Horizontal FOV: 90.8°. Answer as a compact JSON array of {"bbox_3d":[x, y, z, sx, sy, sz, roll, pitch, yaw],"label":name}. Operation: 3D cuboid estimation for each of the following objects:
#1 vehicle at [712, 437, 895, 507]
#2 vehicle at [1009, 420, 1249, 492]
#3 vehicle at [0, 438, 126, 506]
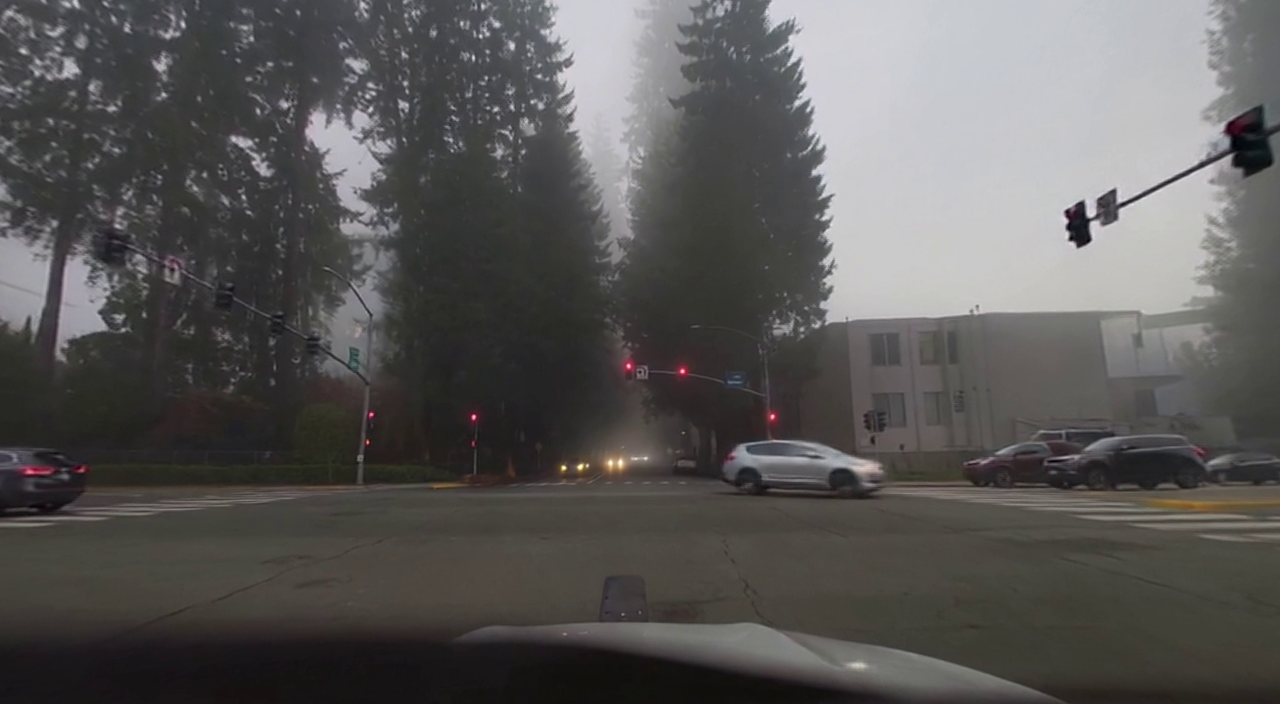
[{"bbox_3d":[4.628,3.412,18.508,2.162,1.740,4.728,8,-11,-42],"label":"vehicle"},{"bbox_3d":[17.025,3.664,22.358,6.109,2.348,2.683,0,-8,2],"label":"vehicle"},{"bbox_3d":[-18.195,3.405,18.025,4.798,1.763,2.536,-1,-10,1],"label":"vehicle"}]
